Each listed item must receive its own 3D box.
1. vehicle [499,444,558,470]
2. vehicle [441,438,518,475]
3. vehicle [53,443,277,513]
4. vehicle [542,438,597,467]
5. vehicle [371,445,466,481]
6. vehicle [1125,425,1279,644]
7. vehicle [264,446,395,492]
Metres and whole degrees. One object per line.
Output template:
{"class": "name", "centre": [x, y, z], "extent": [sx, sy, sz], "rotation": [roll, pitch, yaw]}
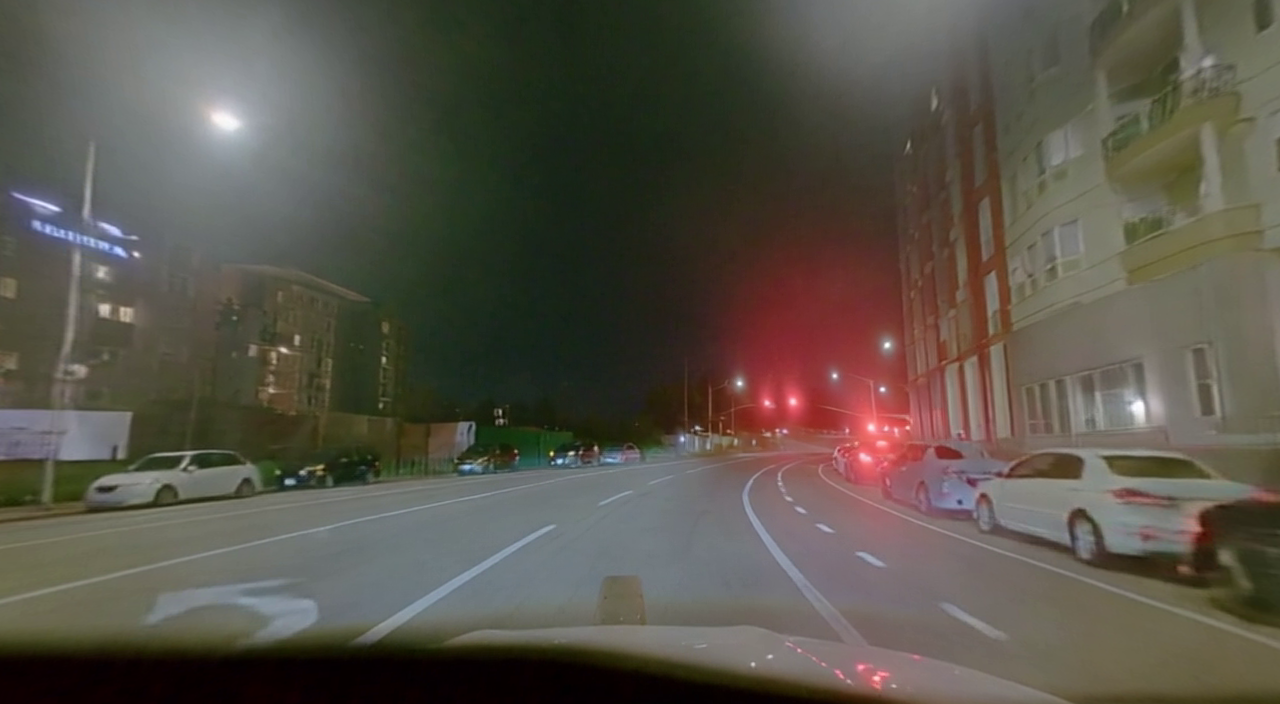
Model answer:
{"class": "vehicle", "centre": [-6.786, 6.455, 39.056], "extent": [1.830, 1.497, 4.436], "rotation": [-2, -9, 16]}
{"class": "vehicle", "centre": [-8.368, 5.487, 33.458], "extent": [1.933, 1.759, 5.002], "rotation": [-2, -9, 11]}
{"class": "vehicle", "centre": [-11.716, 3.089, 16.087], "extent": [1.882, 1.508, 4.476], "rotation": [-1, -8, 7]}
{"class": "vehicle", "centre": [-4.890, 7.068, 44.647], "extent": [2.083, 1.882, 4.642], "rotation": [-2, -9, 17]}
{"class": "vehicle", "centre": [-9.771, 4.929, 28.366], "extent": [1.811, 1.459, 4.702], "rotation": [-2, -9, 12]}
{"class": "vehicle", "centre": [5.356, 1.123, 3.399], "extent": [1.977, 1.497, 4.680], "rotation": [0, -8, 4]}
{"class": "vehicle", "centre": [-10.883, 4.098, 22.583], "extent": [1.841, 1.444, 4.554], "rotation": [-1, -9, 9]}
